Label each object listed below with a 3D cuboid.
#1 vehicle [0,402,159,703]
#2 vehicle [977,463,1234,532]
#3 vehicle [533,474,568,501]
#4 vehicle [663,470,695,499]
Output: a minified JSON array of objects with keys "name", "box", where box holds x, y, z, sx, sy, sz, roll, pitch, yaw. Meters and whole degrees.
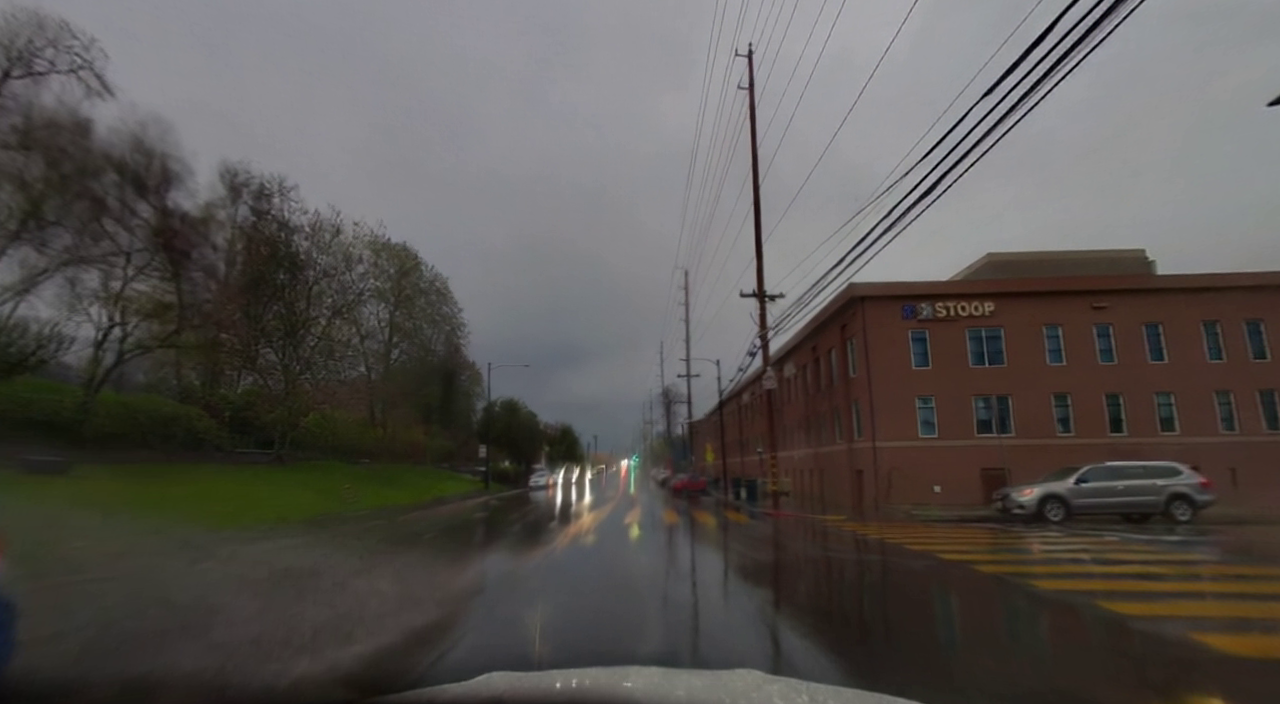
[{"name":"vehicle","box":[-3.213,0.768,0.860,1.911,1.563,4.057,0,-8,0]},{"name":"vehicle","box":[11.417,3.560,15.770,4.771,1.492,2.107,0,-8,-3]},{"name":"vehicle","box":[-6.640,10.087,47.118,1.913,1.682,4.365,0,-8,1]},{"name":"vehicle","box":[2.831,9.739,46.563,1.953,1.774,5.008,0,-8,-1]}]
